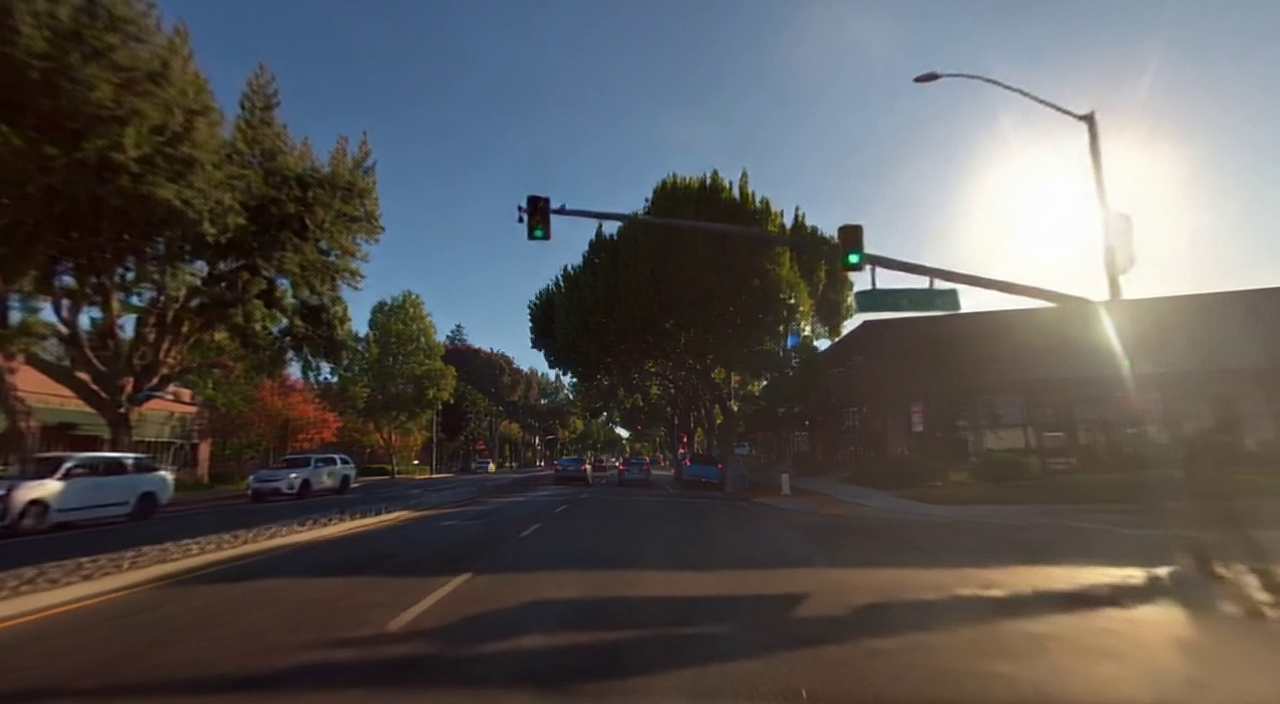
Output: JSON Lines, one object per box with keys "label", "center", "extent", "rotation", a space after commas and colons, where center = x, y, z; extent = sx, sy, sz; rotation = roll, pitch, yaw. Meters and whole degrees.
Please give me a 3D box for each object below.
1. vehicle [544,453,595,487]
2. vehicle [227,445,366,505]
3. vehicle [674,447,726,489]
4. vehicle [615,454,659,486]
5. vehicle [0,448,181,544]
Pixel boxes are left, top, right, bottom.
{"label": "vehicle", "center": [-3.315, 5.628, 30.459], "extent": [1.921, 1.477, 4.083], "rotation": [0, -9, 2]}
{"label": "vehicle", "center": [-12.272, 4.395, 23.073], "extent": [2.260, 1.921, 4.902], "rotation": [0, -9, 0]}
{"label": "vehicle", "center": [2.829, 5.637, 31.090], "extent": [2.175, 1.850, 5.118], "rotation": [0, -9, 1]}
{"label": "vehicle", "center": [-0.115, 5.960, 32.270], "extent": [2.085, 1.475, 3.976], "rotation": [0, -9, 1]}
{"label": "vehicle", "center": [-12.501, 2.921, 13.507], "extent": [1.986, 1.712, 4.399], "rotation": [0, -9, 1]}
